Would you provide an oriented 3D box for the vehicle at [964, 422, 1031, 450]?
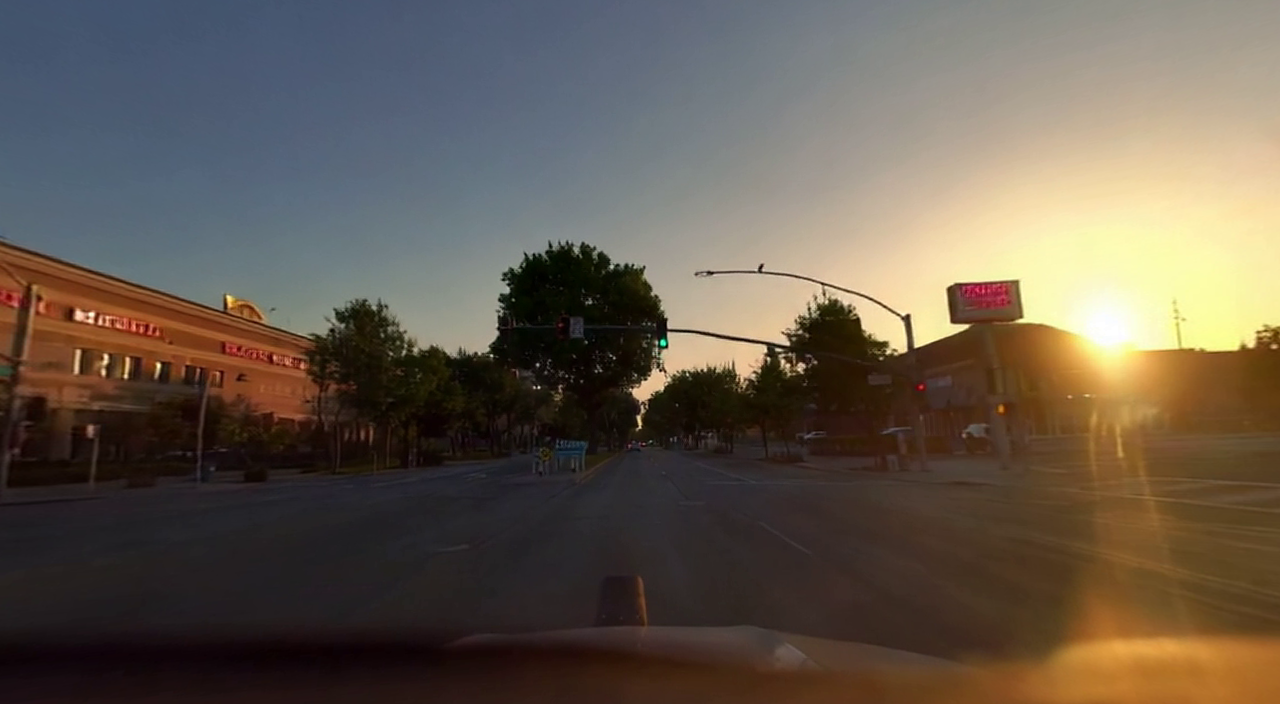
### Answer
[{"bbox_3d":[24.237,5.788,43.021,1.948,1.776,4.266,0,-9,-1],"label":"vehicle"}]
